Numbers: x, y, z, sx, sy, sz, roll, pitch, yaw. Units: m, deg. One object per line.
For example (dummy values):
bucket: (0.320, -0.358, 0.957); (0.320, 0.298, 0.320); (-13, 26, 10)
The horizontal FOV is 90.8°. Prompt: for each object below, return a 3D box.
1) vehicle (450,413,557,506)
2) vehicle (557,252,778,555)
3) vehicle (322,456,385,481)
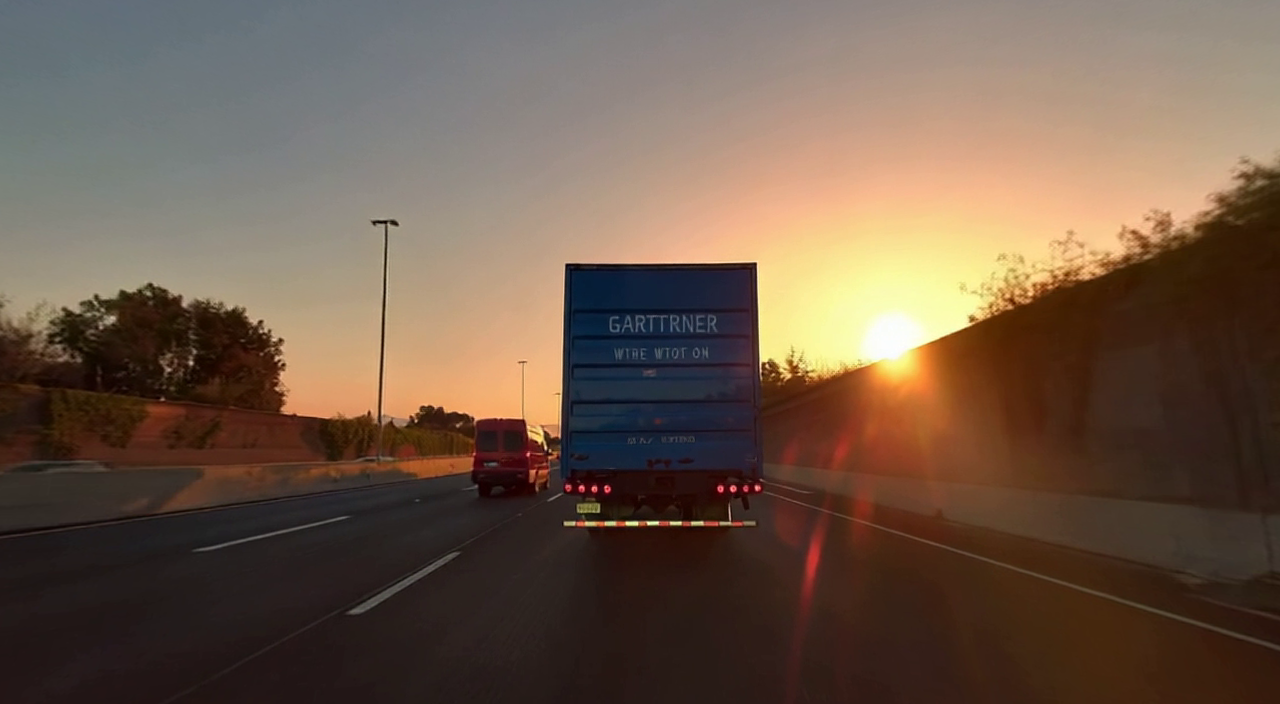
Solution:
vehicle: (-4.062, 3.330, 19.810); (2.208, 2.522, 5.187); (0, -9, 0)
vehicle: (0.422, 1.451, 13.681); (2.853, 4.054, 10.557); (0, -9, 1)
vehicle: (-19.613, 7.964, 43.455); (1.963, 1.545, 4.717); (0, -9, 2)
